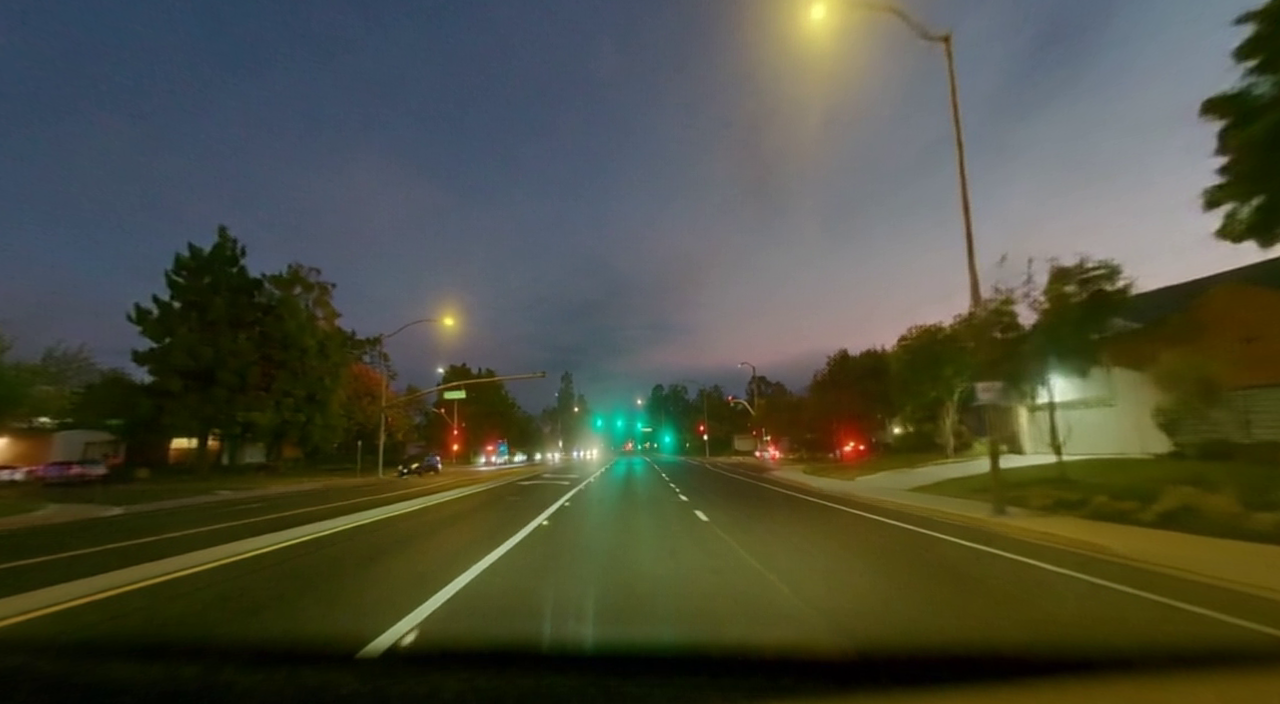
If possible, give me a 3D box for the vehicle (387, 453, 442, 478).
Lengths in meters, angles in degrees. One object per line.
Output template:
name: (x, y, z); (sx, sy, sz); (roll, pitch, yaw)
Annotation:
vehicle: (-14.074, 7.093, 39.711); (1.888, 1.470, 4.282); (0, -9, 0)
